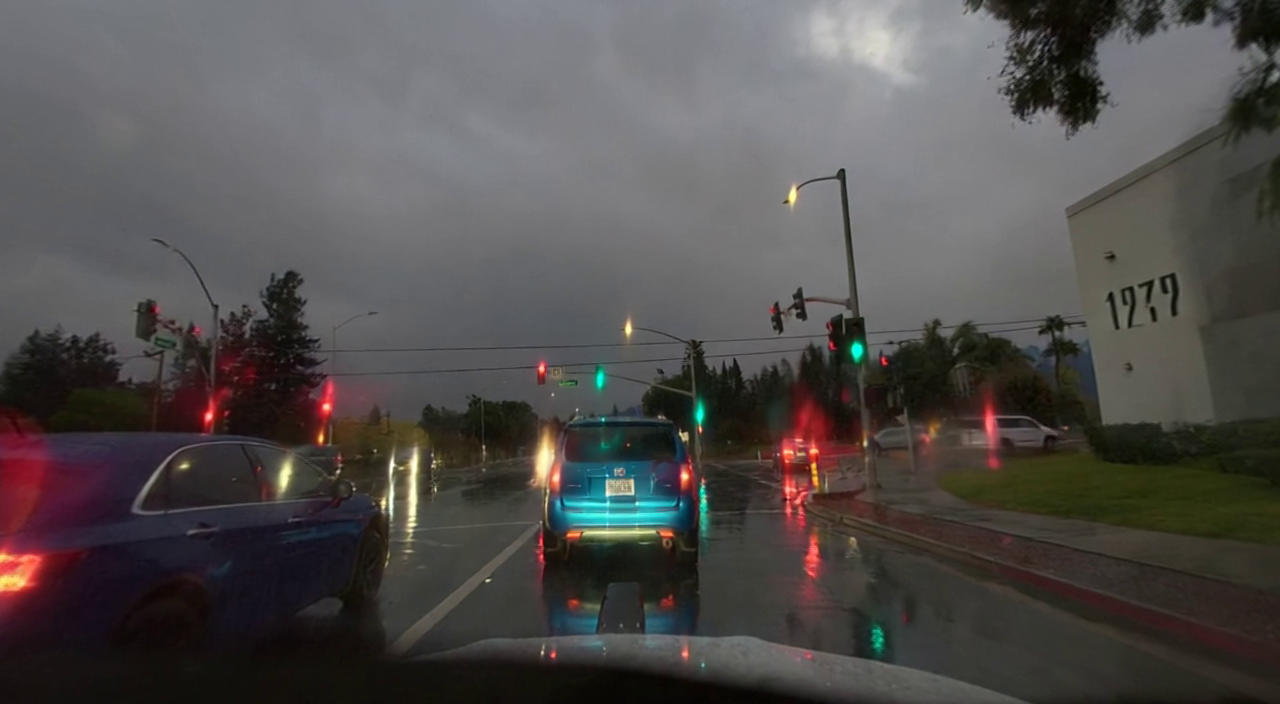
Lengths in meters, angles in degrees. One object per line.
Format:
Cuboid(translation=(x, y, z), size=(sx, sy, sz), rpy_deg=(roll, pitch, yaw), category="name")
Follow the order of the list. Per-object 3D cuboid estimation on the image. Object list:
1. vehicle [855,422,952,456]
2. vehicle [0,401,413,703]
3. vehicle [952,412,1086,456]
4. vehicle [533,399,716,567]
Cuboid(translation=(15.003, 4.966, 35.992), size=(4.872, 1.806, 2.107), rpy_deg=(3, -9, -20), category="vehicle")
Cuboid(translation=(-3.374, 1.258, 4.546), size=(2.011, 1.527, 4.008), rpy_deg=(0, -8, -1), category="vehicle")
Cuboid(translation=(17.973, 3.899, 30.064), size=(5.215, 1.967, 2.392), rpy_deg=(2, -9, -15), category="vehicle")
Cuboid(translation=(-0.184, 1.793, 9.332), size=(2.059, 1.877, 4.249), rpy_deg=(0, -8, 0), category="vehicle")
